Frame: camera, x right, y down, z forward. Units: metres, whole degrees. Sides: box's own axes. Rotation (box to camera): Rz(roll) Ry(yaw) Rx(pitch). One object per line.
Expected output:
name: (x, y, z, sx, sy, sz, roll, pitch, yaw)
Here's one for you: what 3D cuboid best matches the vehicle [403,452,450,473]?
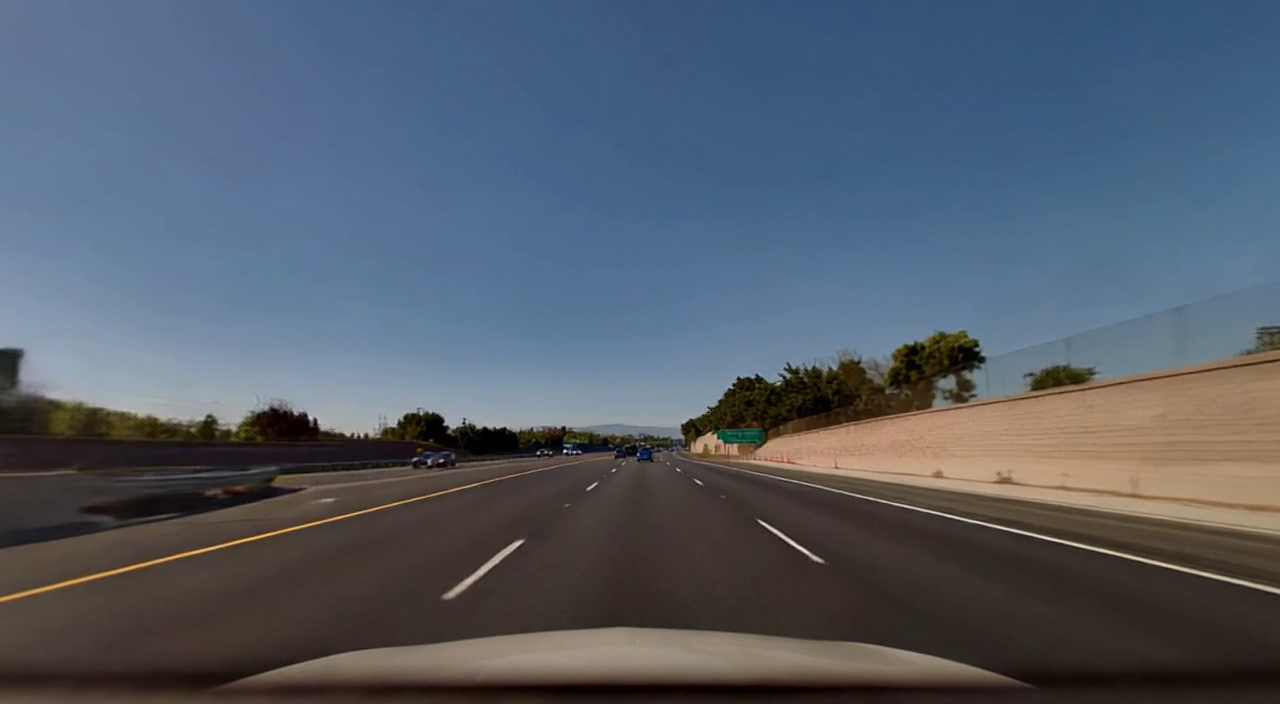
vehicle: (-16.545, 8.570, 48.912, 1.924, 1.472, 4.644, -1, -9, 1)
